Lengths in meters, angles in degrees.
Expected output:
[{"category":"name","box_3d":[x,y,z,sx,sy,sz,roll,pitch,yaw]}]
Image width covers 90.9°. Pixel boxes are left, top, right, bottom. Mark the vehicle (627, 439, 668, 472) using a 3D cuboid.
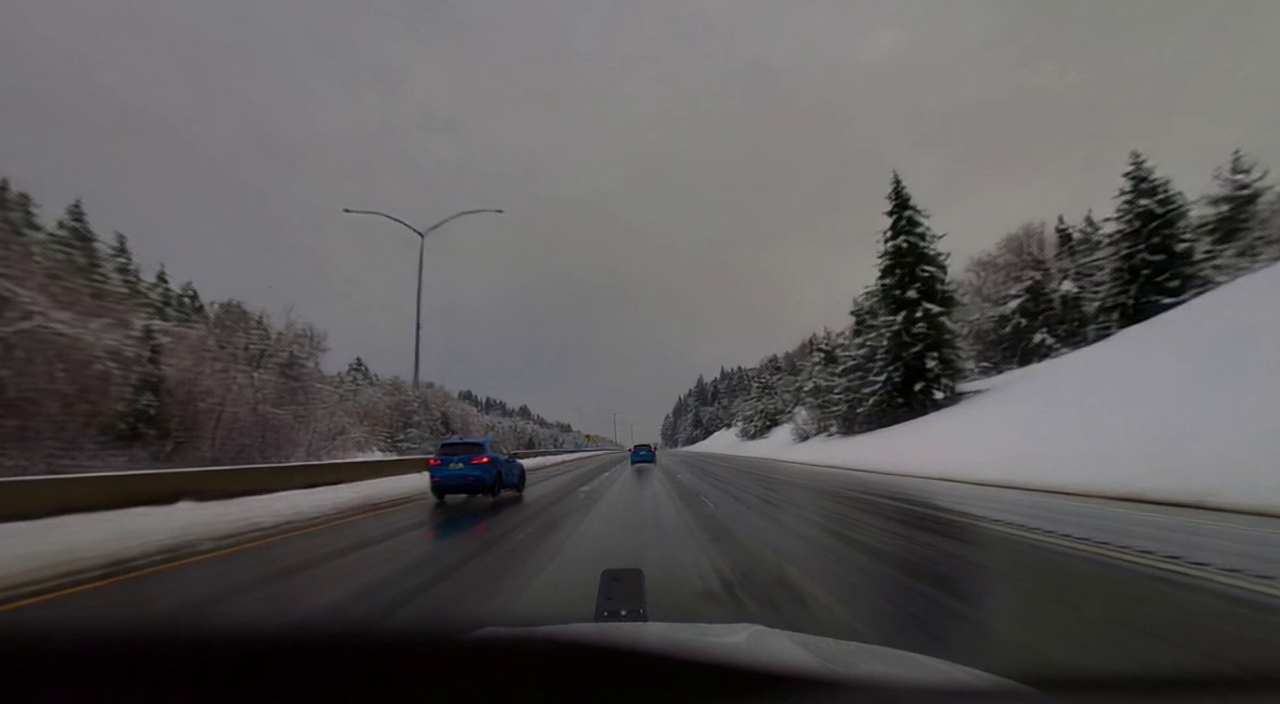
[{"category":"vehicle","box_3d":[0.437,6.098,37.137,2.247,1.825,4.036,0,-9,0]}]
